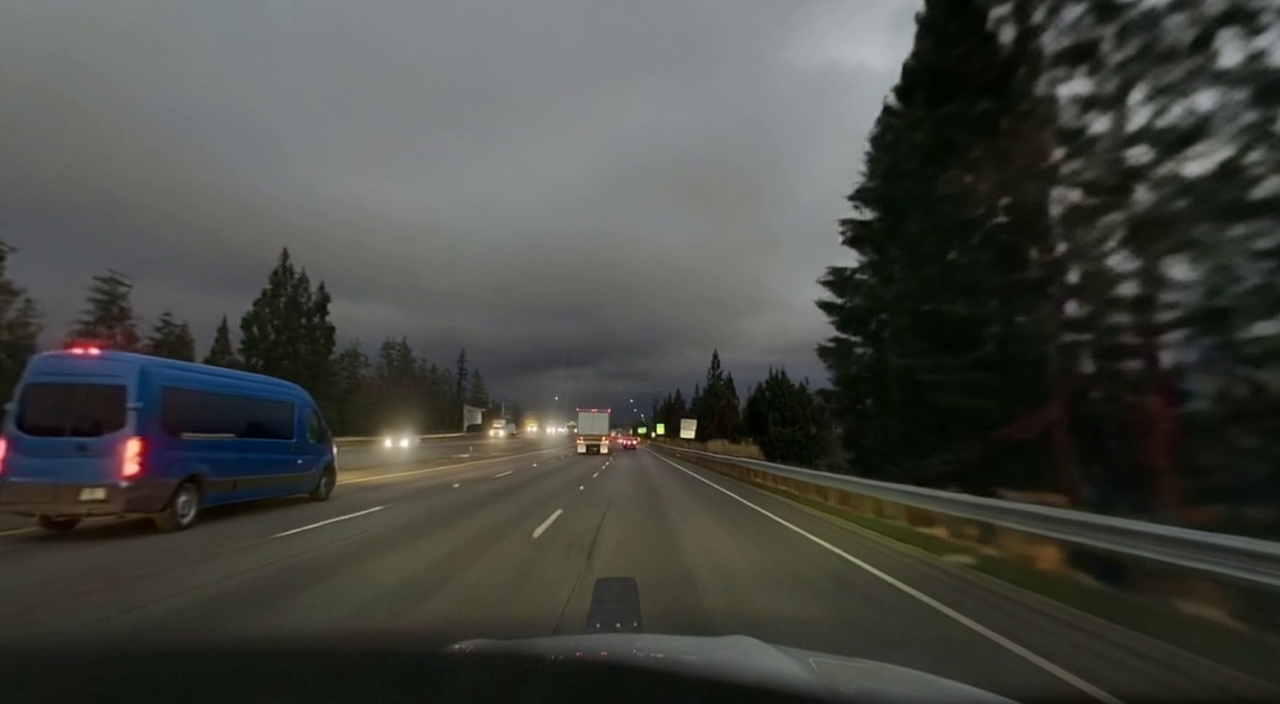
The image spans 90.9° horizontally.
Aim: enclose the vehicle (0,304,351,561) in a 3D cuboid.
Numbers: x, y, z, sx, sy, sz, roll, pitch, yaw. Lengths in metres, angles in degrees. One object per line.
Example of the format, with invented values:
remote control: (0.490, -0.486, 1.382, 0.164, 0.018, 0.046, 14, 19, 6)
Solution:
vehicle: (-7.499, 1.301, 10.256, 2.396, 2.763, 6.935, 0, -8, -1)
